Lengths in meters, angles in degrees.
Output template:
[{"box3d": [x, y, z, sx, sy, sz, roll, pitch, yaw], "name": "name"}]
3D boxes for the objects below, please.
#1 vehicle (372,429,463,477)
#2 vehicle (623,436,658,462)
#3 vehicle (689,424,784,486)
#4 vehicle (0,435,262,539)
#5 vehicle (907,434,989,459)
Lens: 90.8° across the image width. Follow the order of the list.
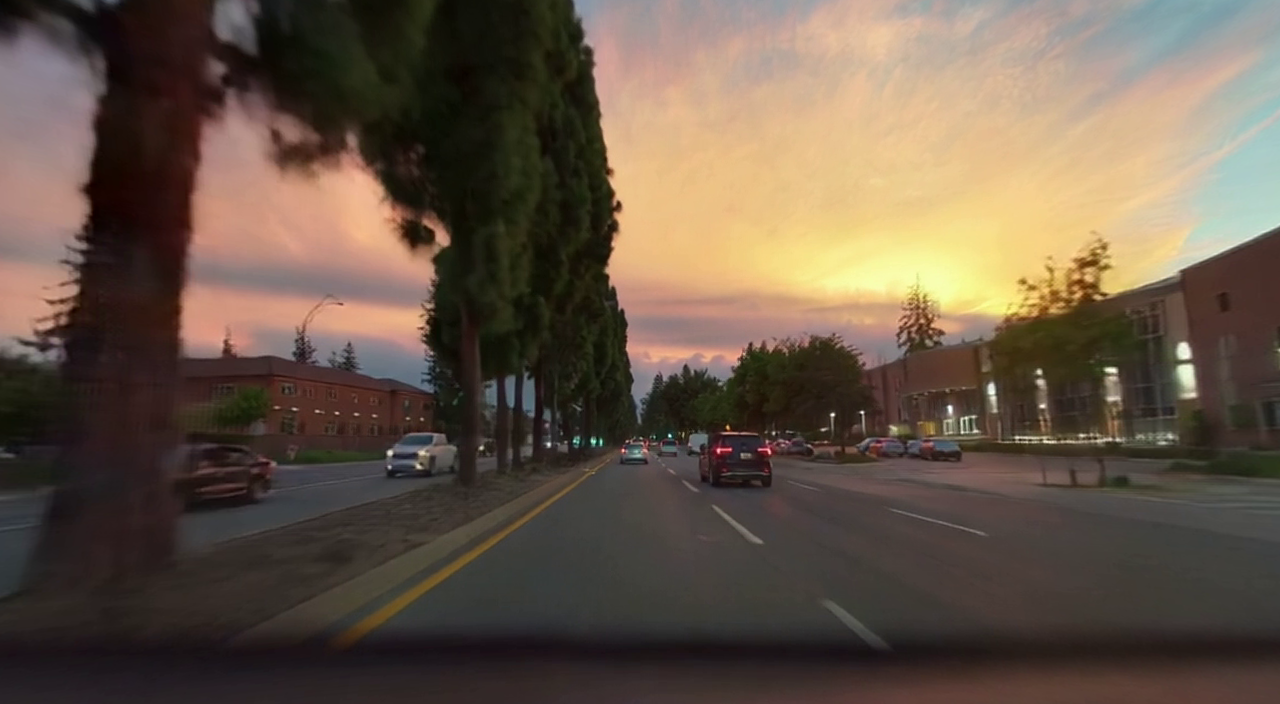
[{"box3d": [-9.429, 4.345, 27.316, 2.165, 1.863, 4.880, 0, -9, 0], "name": "vehicle"}, {"box3d": [0.010, 6.236, 40.622, 2.145, 1.572, 4.021, 0, -9, -1], "name": "vehicle"}, {"box3d": [3.051, 3.410, 21.144, 2.235, 1.806, 4.818, 0, -9, -2], "name": "vehicle"}, {"box3d": [-9.011, 2.249, 11.183, 1.938, 1.464, 4.340, 0, -9, 0], "name": "vehicle"}, {"box3d": [20.595, 6.340, 42.369, 4.475, 1.592, 1.841, 0, -9, -1], "name": "vehicle"}]
